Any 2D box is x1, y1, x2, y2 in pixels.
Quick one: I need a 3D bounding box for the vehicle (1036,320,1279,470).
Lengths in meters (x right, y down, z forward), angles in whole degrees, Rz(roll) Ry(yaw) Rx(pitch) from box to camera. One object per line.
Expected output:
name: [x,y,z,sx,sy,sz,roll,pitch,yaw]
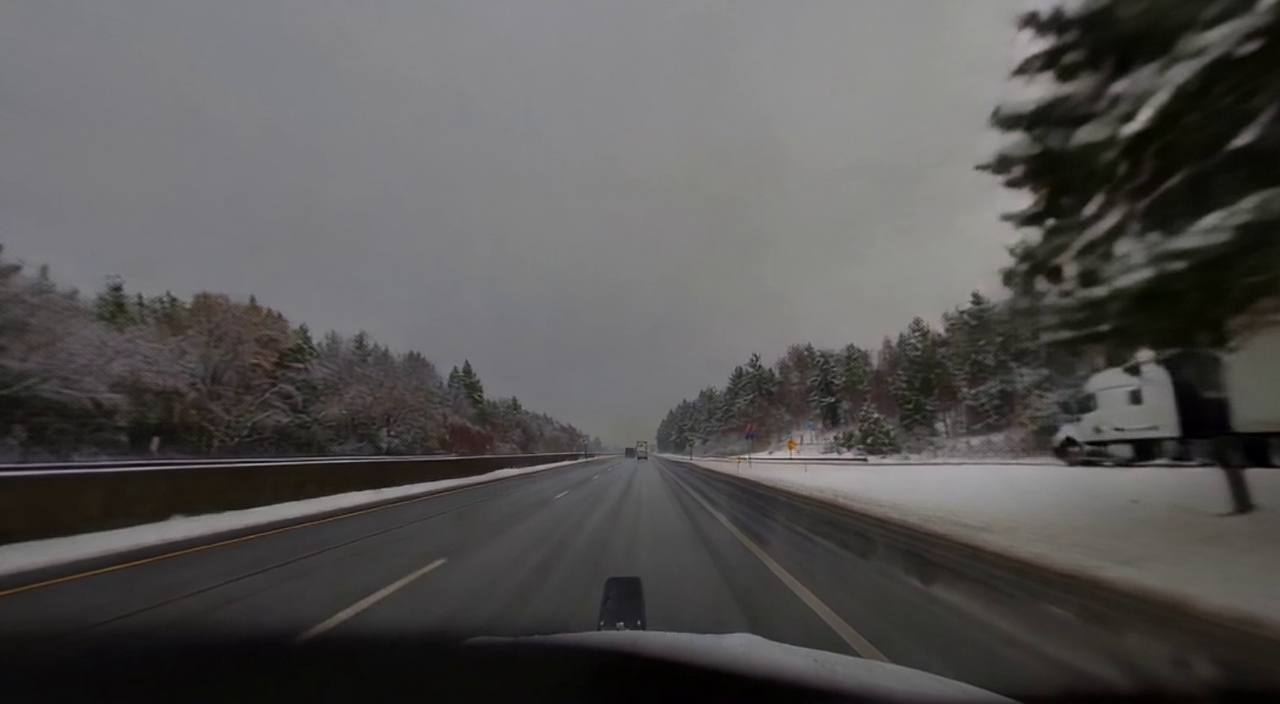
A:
vehicle: [18.209,1.705,20.304,3.038,3.945,10.598,1,-9,-6]
